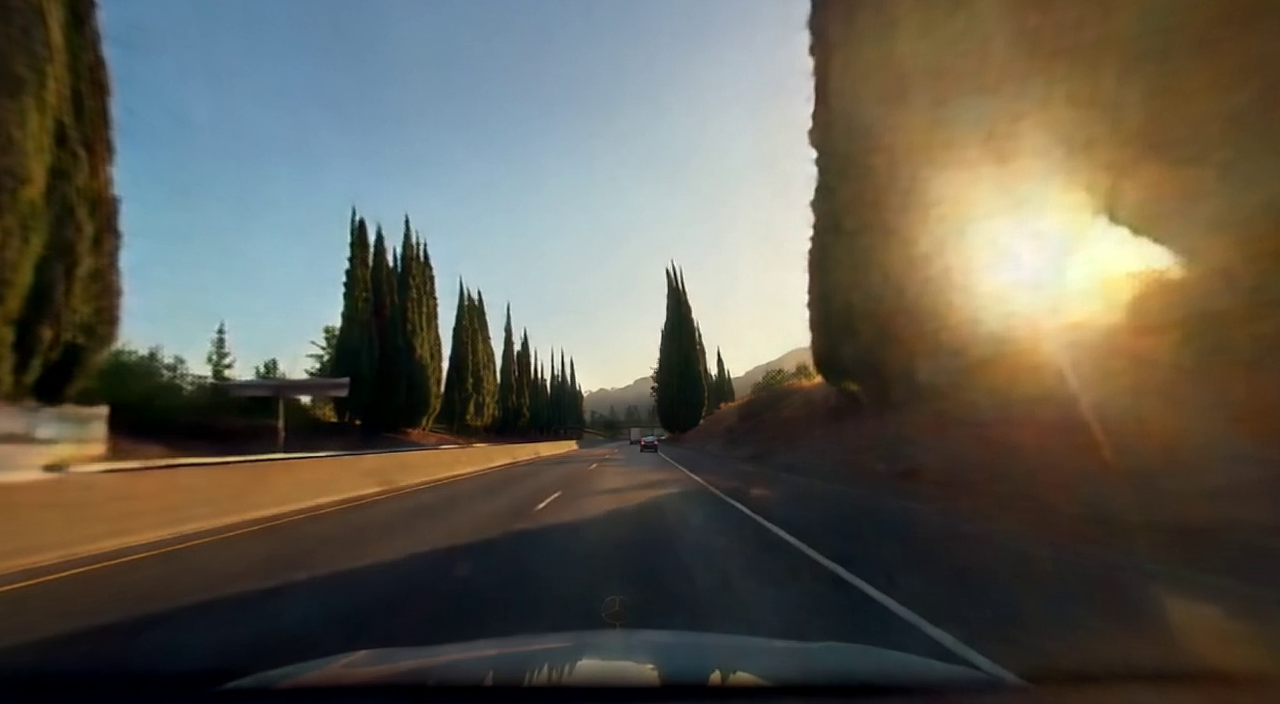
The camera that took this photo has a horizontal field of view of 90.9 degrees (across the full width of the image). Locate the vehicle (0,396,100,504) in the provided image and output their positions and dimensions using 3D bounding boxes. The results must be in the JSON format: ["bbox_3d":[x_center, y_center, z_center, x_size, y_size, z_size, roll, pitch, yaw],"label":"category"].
[{"bbox_3d":[-16.609,2.269,14.464,2.461,2.573,6.713,0,-8,0],"label":"vehicle"}]
